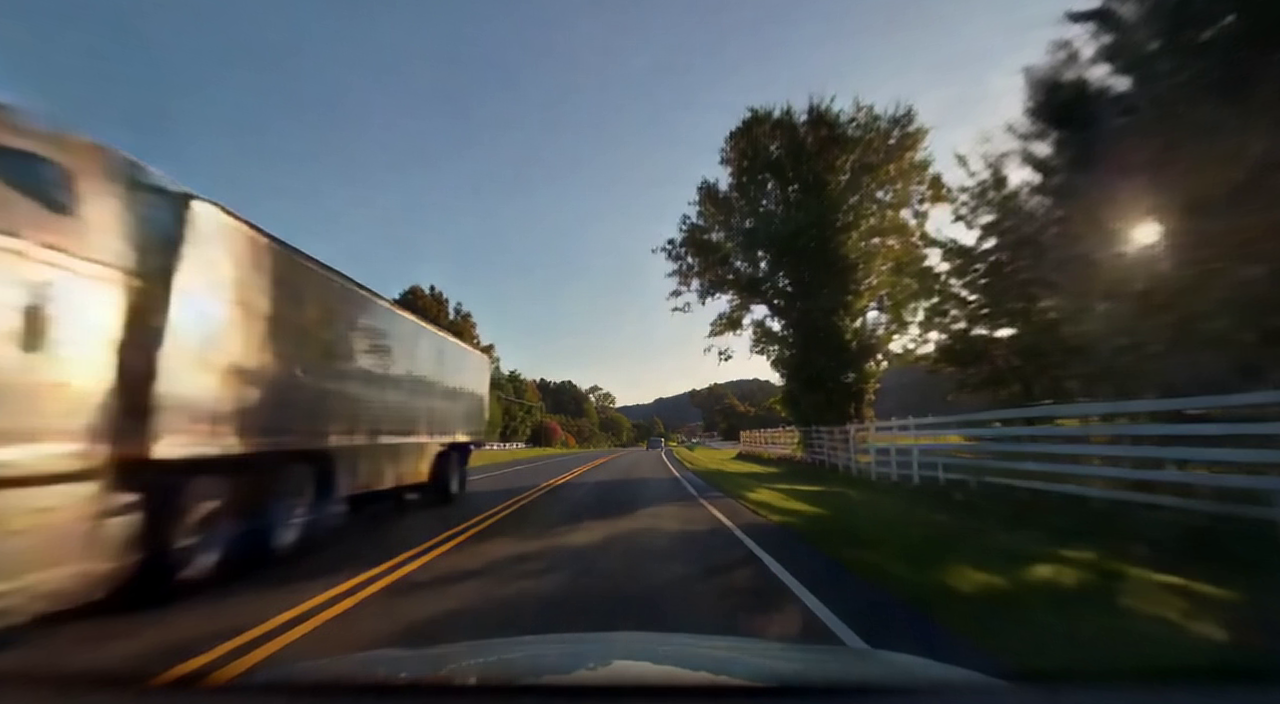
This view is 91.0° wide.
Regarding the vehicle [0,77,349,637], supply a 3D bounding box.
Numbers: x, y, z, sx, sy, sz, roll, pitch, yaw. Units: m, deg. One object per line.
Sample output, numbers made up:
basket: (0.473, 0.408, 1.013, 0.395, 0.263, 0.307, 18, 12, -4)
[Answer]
vehicle: (-6.280, 0.379, 6.795, 3.460, 3.937, 5.736, -1, -8, 0)
